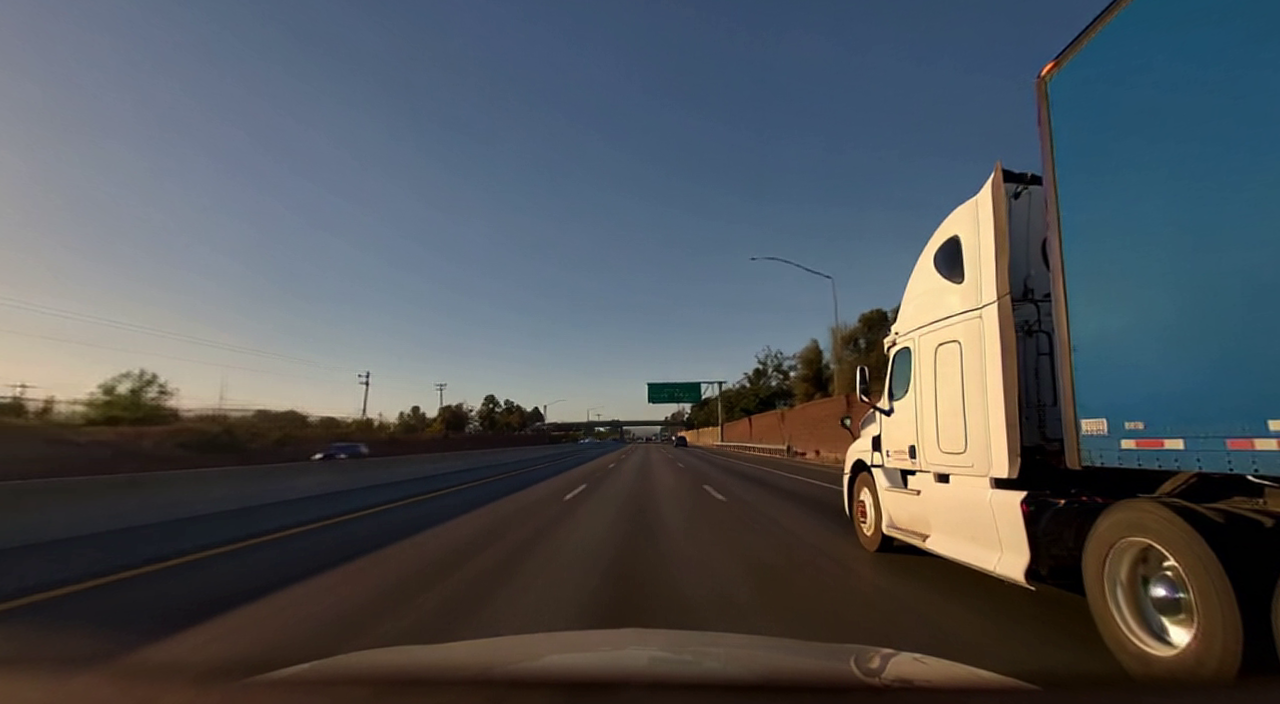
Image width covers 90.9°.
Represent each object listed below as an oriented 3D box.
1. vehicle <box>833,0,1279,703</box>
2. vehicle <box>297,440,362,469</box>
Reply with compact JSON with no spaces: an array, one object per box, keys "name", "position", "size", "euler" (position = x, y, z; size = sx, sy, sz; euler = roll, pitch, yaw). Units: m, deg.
[{"name":"vehicle","position":[3.766,-0.177,2.756],"size":[3.012,3.768,8.945],"euler":[0,-8,0]},{"name":"vehicle","position":[-21.082,6.967,43.058],"size":[1.993,1.880,4.717],"euler":[0,-8,0]}]
